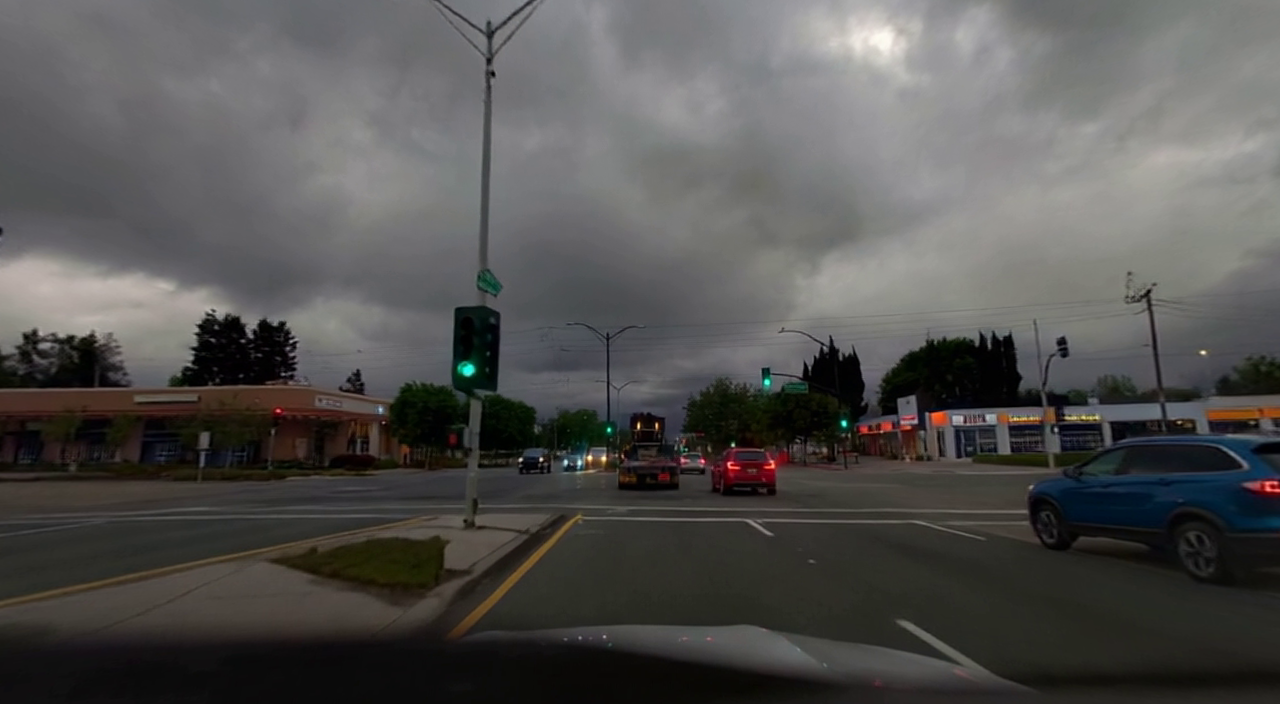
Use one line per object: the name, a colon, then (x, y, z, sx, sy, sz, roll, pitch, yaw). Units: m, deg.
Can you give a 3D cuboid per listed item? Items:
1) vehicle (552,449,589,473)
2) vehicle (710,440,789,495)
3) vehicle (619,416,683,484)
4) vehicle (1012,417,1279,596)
vehicle: (-4.518, 7.118, 41.350, 2.001, 1.518, 4.316, 0, -9, -1)
vehicle: (3.739, 4.039, 22.343, 2.025, 1.754, 4.311, 0, -9, 0)
vehicle: (0.439, 3.958, 25.585, 2.370, 2.518, 3.858, 0, -9, 1)
vehicle: (7.126, 1.793, 8.050, 1.982, 1.698, 4.408, 0, -9, 0)
